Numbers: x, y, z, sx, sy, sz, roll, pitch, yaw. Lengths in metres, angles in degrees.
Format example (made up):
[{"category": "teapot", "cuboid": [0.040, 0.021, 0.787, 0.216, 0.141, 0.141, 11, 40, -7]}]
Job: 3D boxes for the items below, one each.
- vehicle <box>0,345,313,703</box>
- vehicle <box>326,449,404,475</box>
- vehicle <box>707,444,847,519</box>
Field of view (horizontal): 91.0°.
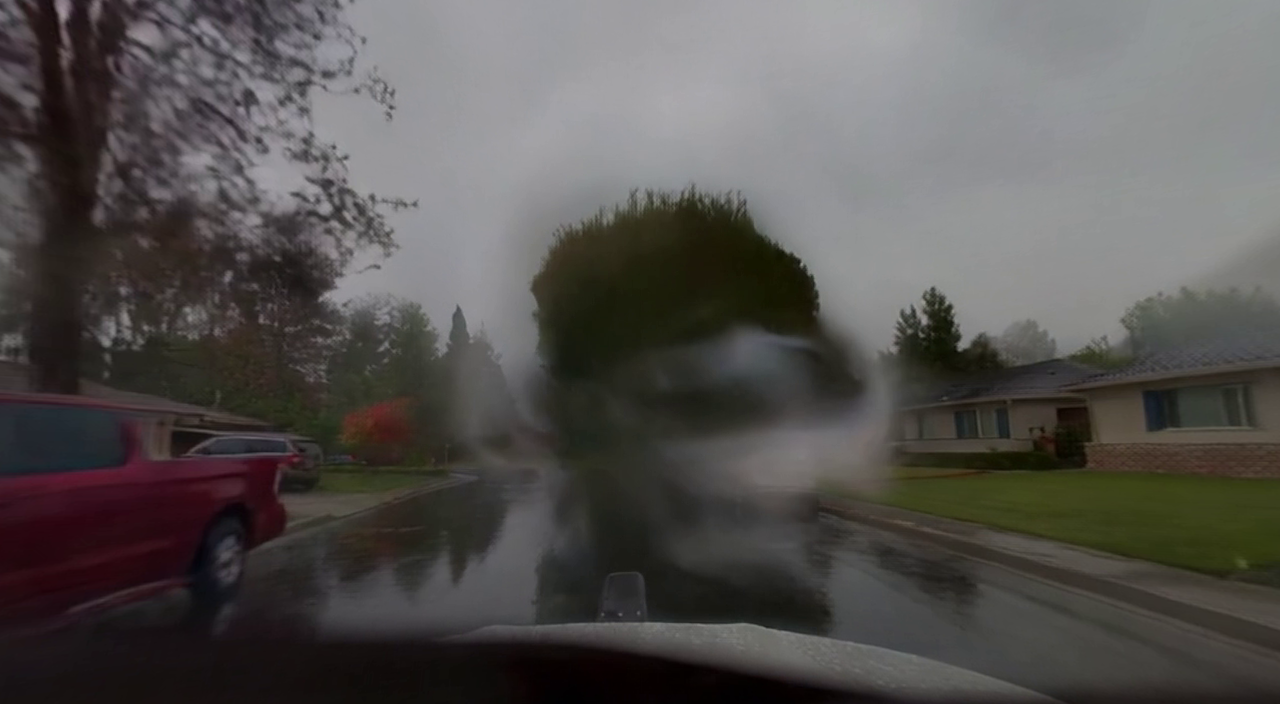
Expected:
[{"category": "vehicle", "cuboid": [-4.710, 1.113, 4.423, 2.182, 1.962, 5.446, 0, -9, -4]}, {"category": "vehicle", "cuboid": [-18.312, 7.333, 41.931, 4.330, 1.657, 2.037, -3, -9, 14]}, {"category": "vehicle", "cuboid": [3.050, 3.011, 15.214, 1.998, 1.489, 4.722, 0, -9, -4]}]
